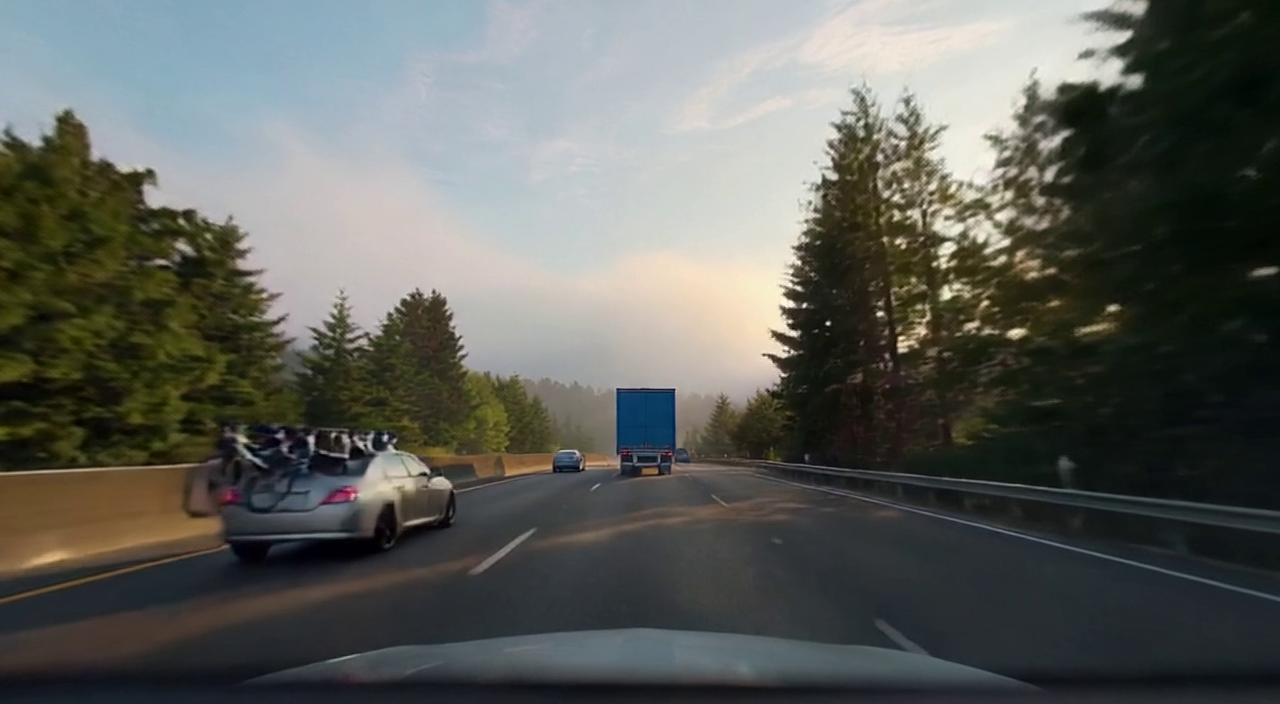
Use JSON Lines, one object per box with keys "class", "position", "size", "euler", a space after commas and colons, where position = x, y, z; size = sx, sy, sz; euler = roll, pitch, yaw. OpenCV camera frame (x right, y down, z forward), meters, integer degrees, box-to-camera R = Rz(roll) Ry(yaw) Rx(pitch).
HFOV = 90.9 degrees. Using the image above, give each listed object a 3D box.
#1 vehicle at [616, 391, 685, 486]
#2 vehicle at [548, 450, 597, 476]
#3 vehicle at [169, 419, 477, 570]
{"class": "vehicle", "position": [0.560, 4.232, 30.364], "size": [2.821, 3.878, 8.925], "euler": [0, -9, 2]}
{"class": "vehicle", "position": [-3.800, 6.351, 36.348], "size": [2.133, 1.358, 4.870], "euler": [0, -9, 2]}
{"class": "vehicle", "position": [-4.084, 1.927, 9.305], "size": [2.018, 1.632, 4.722], "euler": [0, -9, 1]}
